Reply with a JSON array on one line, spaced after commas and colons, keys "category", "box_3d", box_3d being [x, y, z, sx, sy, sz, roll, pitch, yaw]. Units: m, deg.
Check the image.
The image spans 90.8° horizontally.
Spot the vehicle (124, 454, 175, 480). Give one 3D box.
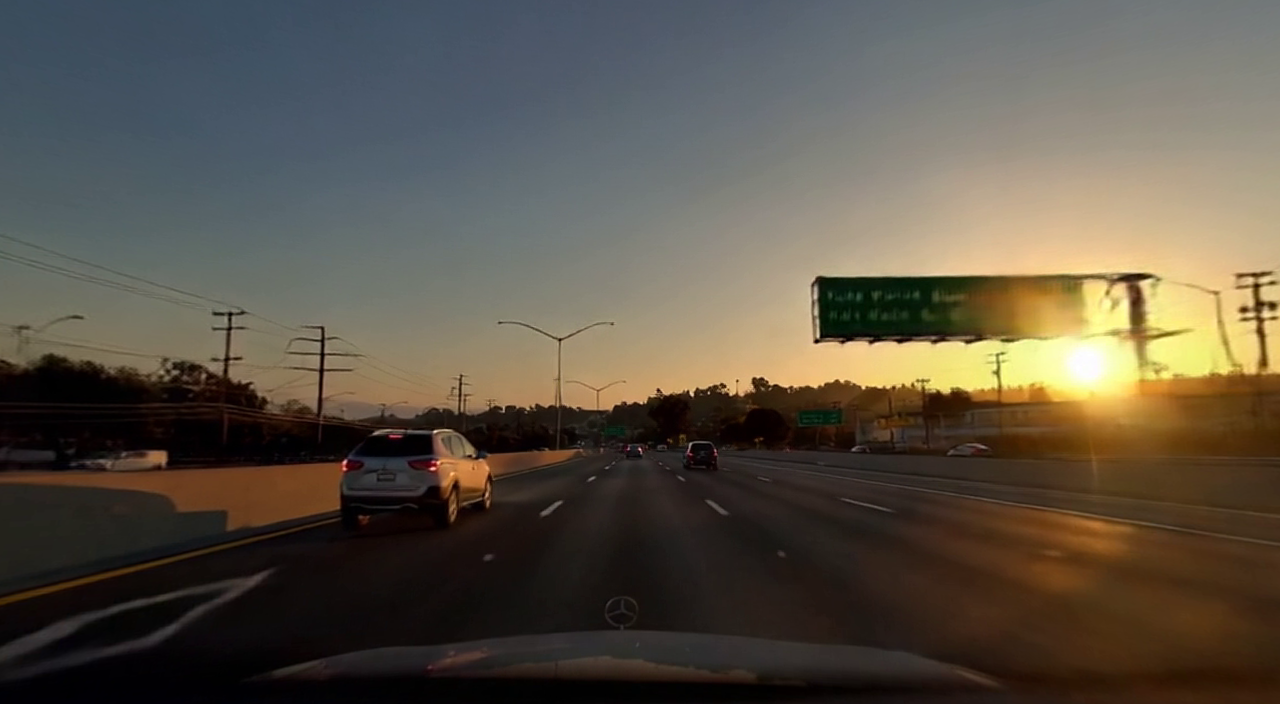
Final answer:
[{"category": "vehicle", "box_3d": [-37.728, 8.819, 48.627, 1.785, 1.903, 2.419, -2, -8, 7]}]

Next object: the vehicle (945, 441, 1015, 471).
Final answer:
[{"category": "vehicle", "box_3d": [21.986, 6.731, 41.085, 2.070, 1.782, 5.006, -1, -9, 4]}]

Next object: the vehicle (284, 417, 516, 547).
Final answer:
[{"category": "vehicle", "box_3d": [-3.626, 2.064, 10.688, 2.099, 1.682, 4.590, 0, -9, 0]}]

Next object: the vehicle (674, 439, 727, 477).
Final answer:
[{"category": "vehicle", "box_3d": [2.785, 4.990, 30.040, 1.997, 1.638, 4.281, 0, -9, -1]}]
